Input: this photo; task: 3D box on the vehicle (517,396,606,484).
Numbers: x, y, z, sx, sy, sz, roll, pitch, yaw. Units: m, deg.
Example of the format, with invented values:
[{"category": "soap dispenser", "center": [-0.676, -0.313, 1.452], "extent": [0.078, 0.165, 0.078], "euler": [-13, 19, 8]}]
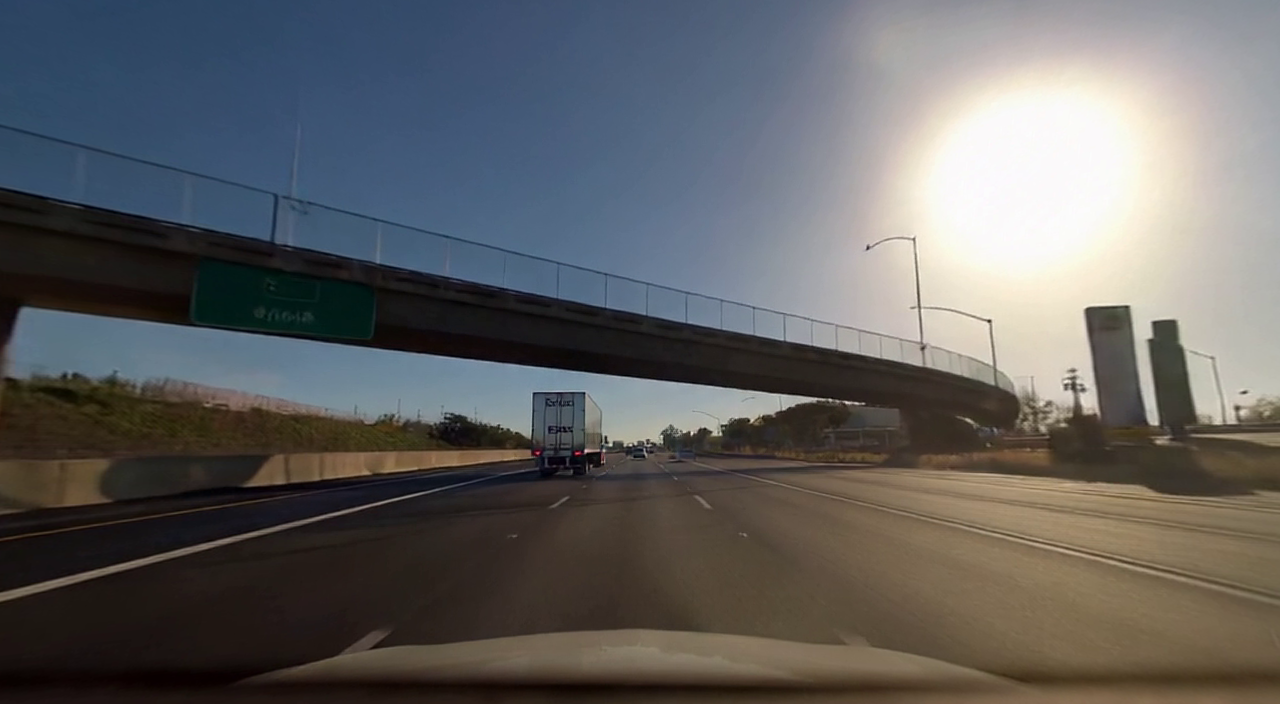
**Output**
[{"category": "vehicle", "center": [-3.319, 4.099, 28.966], "extent": [2.922, 3.458, 8.360], "euler": [0, -9, 1]}]
